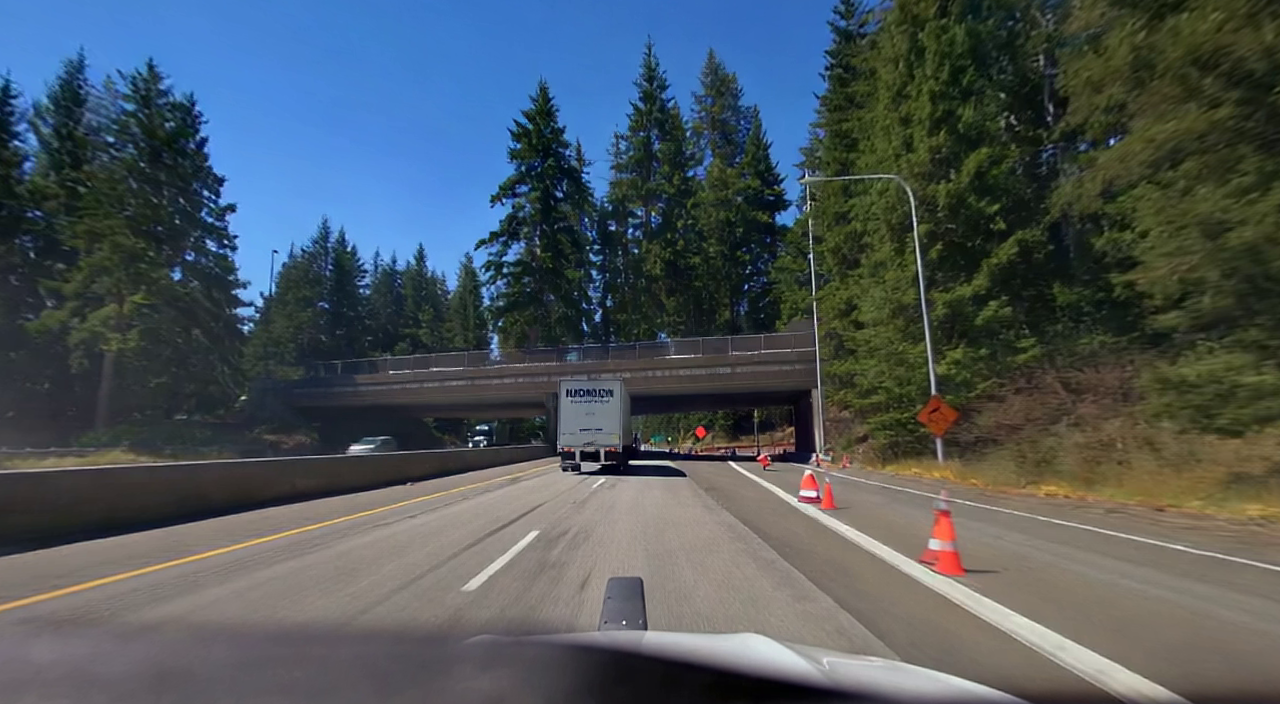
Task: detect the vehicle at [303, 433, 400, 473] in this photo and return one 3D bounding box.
[{"bbox_3d":[-13.046,4.588,28.918,2.098,1.657,4.744,0,-8,1],"label":"vehicle"}]

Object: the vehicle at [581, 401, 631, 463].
[{"bbox_3d":[-2.298,6.018,46.697,2.845,4.049,10.214,0,-8,1],"label":"vehicle"}]
